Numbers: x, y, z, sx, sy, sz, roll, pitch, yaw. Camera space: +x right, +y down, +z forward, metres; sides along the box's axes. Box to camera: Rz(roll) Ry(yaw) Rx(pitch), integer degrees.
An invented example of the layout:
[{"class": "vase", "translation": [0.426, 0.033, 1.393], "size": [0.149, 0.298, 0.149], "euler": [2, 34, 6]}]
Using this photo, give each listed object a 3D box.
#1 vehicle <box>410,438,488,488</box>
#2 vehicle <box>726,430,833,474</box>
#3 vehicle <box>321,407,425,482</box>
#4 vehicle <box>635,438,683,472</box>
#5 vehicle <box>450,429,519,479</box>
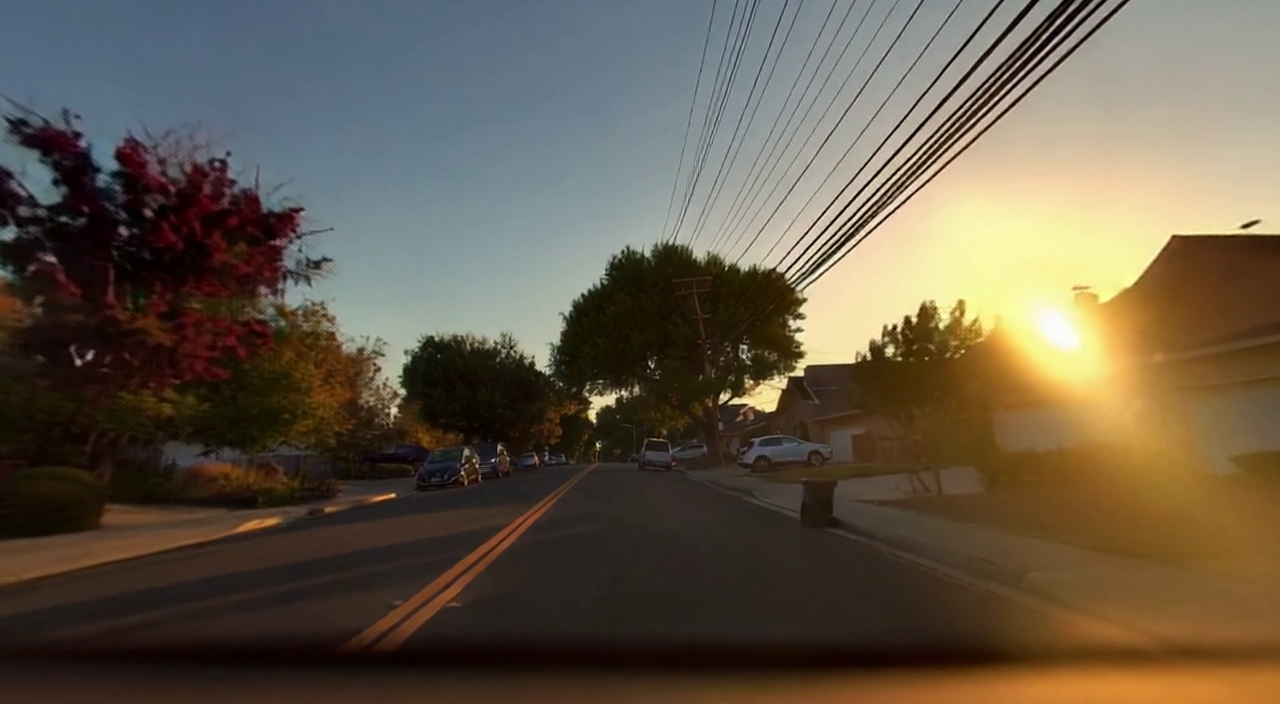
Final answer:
[{"class": "vehicle", "translation": [-7.767, 4.666, 26.182], "size": [2.046, 1.777, 4.473], "euler": [-2, -12, -3]}, {"class": "vehicle", "translation": [6.647, 4.831, 30.447], "size": [4.489, 1.812, 2.056], "euler": [0, -13, -7]}, {"class": "vehicle", "translation": [-12.998, 4.631, 31.591], "size": [2.781, 3.221, 7.995], "euler": [1, -8, -9]}, {"class": "vehicle", "translation": [1.115, 6.421, 39.720], "size": [2.203, 1.952, 5.111], "euler": [1, -8, -7]}, {"class": "vehicle", "translation": [-8.010, 5.467, 33.221], "size": [2.269, 2.229, 6.042], "euler": [-2, -12, -1]}]
